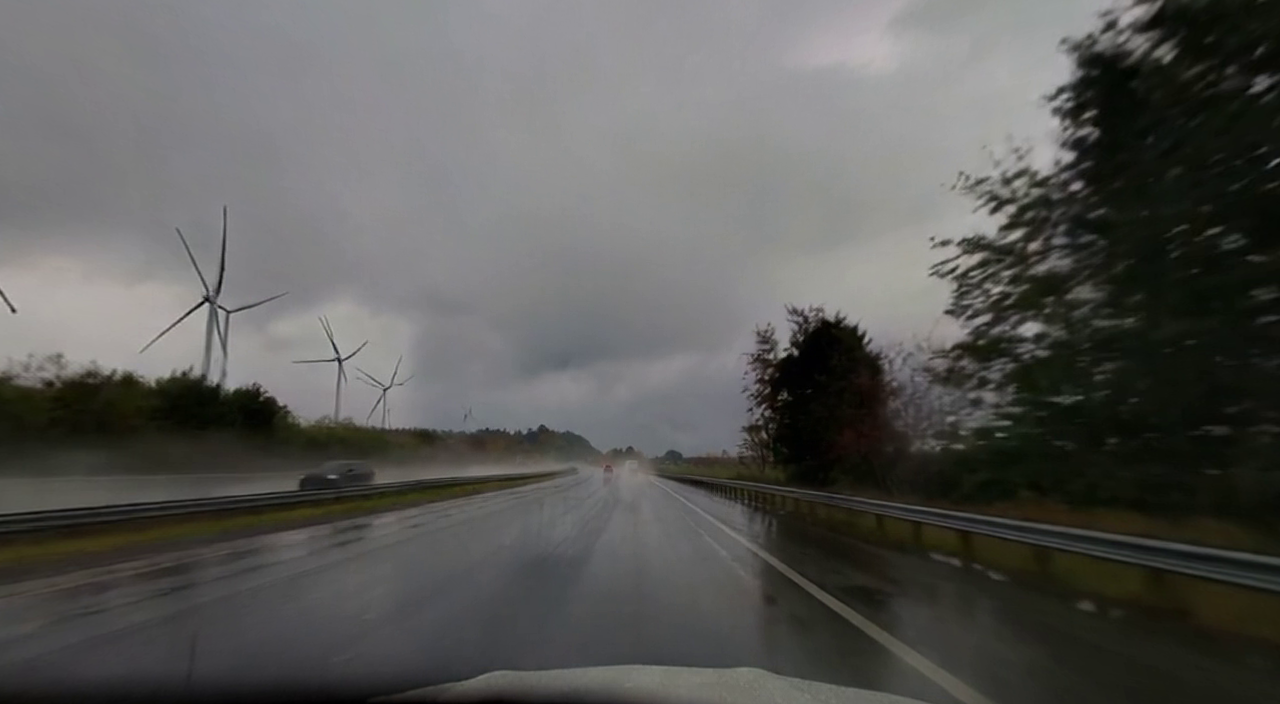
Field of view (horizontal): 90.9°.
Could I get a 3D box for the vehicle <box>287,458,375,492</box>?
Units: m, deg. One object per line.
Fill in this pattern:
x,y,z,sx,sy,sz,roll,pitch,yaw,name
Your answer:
-14.844,5.958,30.574,1.979,1.471,4.623,1,-11,-2,vehicle
